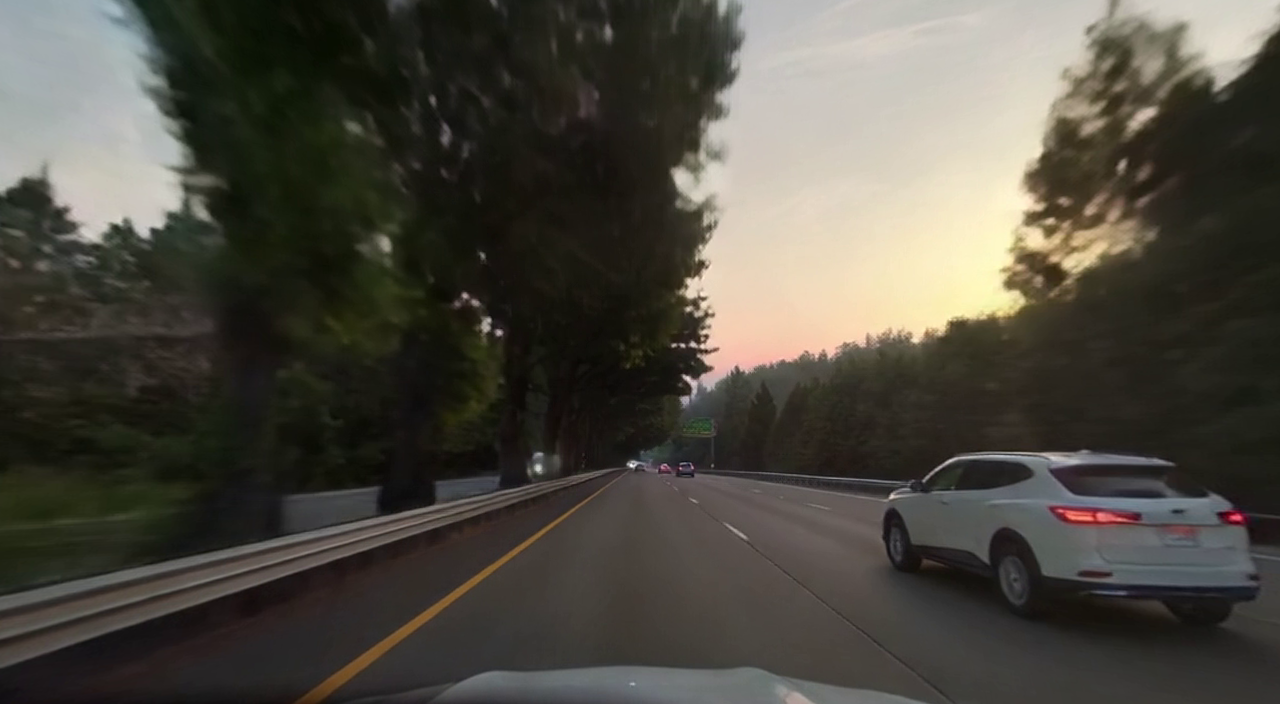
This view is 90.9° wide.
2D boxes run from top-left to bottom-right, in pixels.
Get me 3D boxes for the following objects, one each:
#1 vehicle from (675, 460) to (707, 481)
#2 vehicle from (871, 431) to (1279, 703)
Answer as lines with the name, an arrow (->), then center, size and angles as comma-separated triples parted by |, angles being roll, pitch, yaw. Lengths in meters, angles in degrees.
vehicle -> 3.948, 9.310, 49.455 | 2.156, 1.569, 3.821 | 1, -10, -1
vehicle -> 3.708, 1.568, 5.559 | 1.825, 1.494, 3.959 | 1, -10, 0
